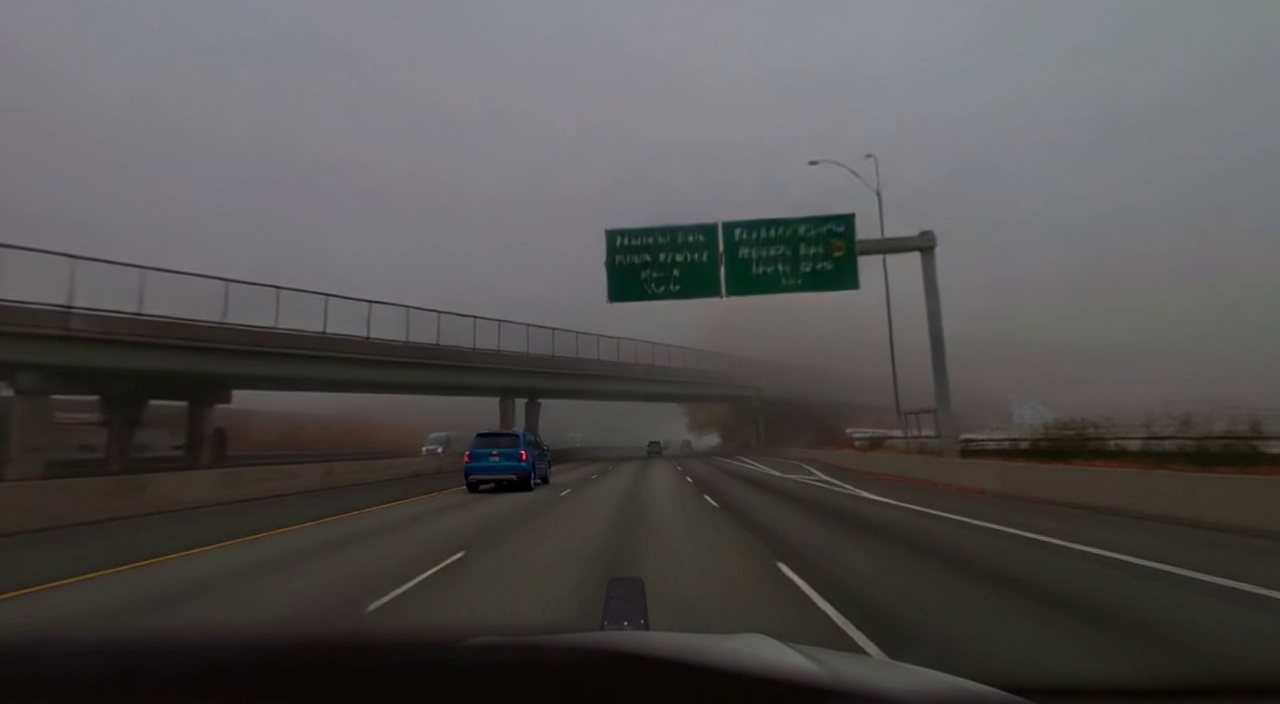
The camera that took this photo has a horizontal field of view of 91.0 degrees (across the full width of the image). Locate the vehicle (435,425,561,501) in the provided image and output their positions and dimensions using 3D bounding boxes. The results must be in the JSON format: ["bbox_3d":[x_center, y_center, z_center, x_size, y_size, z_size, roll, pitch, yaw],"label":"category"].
[{"bbox_3d":[-3.532,2.867,16.650,2.177,1.707,4.432,0,-8,2],"label":"vehicle"}]
